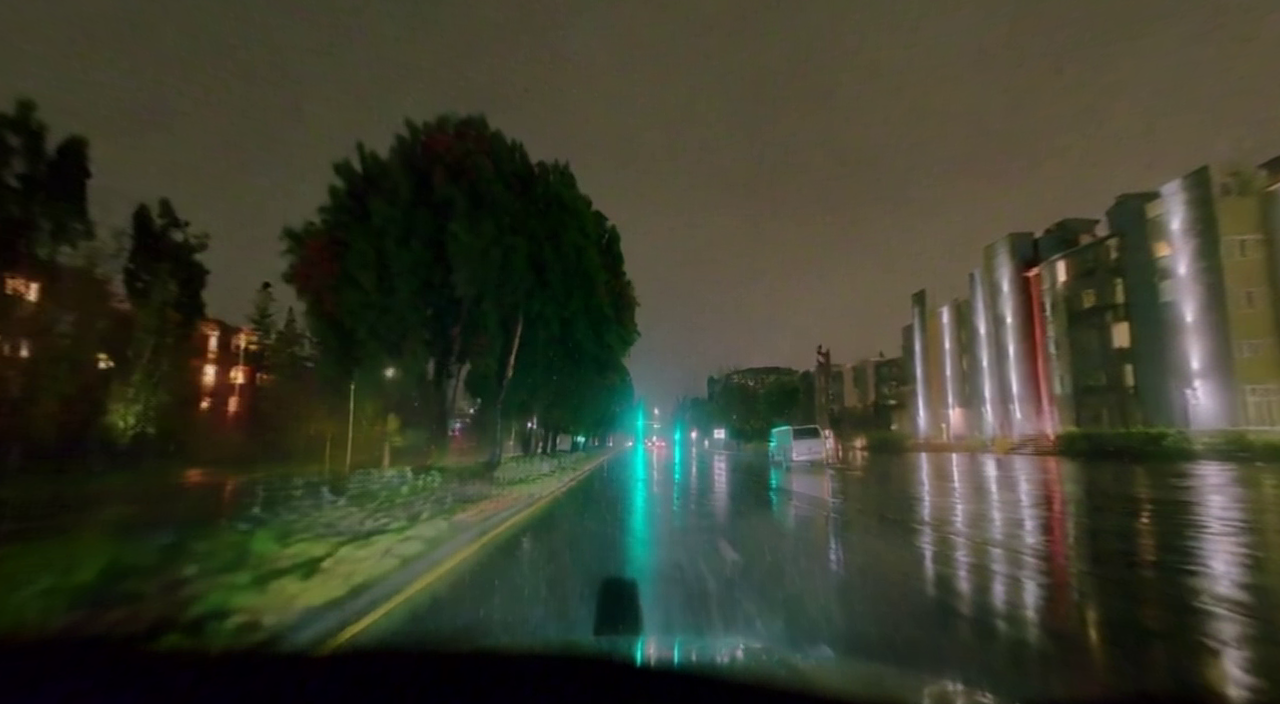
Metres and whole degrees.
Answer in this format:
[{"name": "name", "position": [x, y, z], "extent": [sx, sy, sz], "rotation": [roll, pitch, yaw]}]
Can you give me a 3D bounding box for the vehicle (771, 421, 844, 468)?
[{"name": "vehicle", "position": [9.818, 5.538, 37.713], "extent": [2.456, 2.534, 5.930], "rotation": [0, -8, -3]}]
